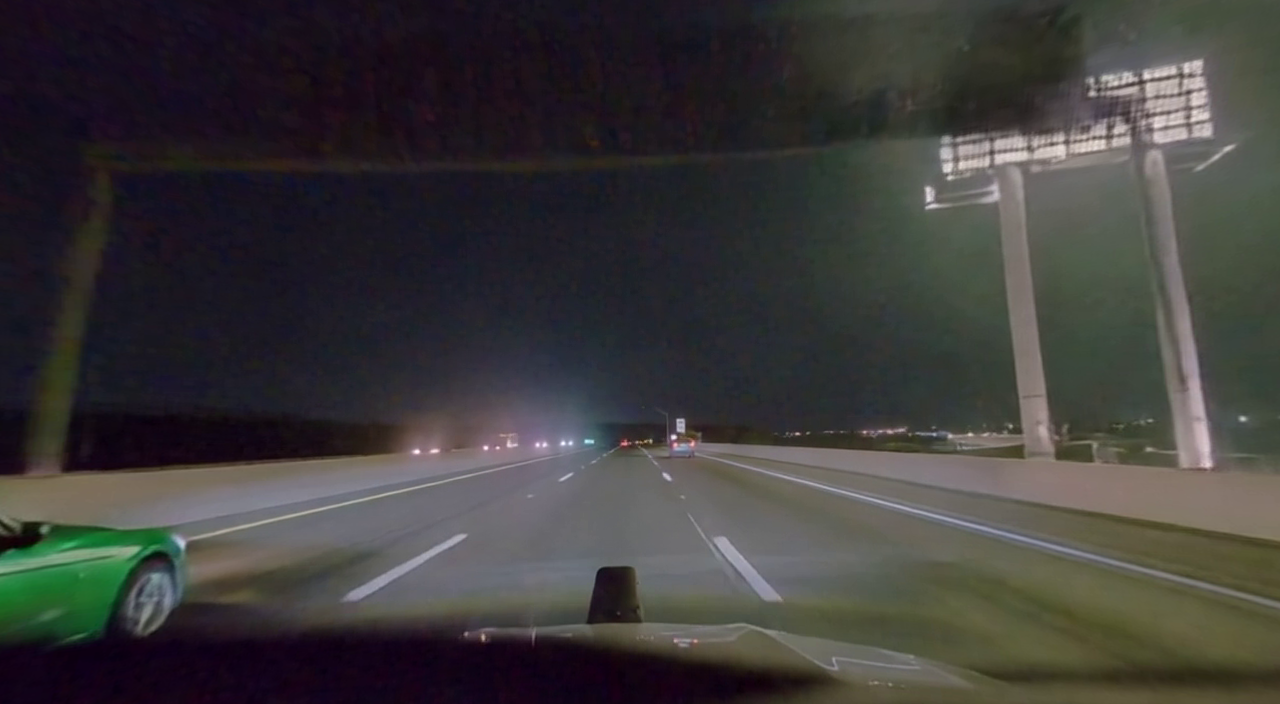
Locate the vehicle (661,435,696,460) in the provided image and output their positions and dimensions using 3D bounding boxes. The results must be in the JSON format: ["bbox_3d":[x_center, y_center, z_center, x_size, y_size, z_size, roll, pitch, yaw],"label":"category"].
[{"bbox_3d":[2.406,6.069,39.983,1.946,1.481,3.969,0,-8,0],"label":"vehicle"}]
